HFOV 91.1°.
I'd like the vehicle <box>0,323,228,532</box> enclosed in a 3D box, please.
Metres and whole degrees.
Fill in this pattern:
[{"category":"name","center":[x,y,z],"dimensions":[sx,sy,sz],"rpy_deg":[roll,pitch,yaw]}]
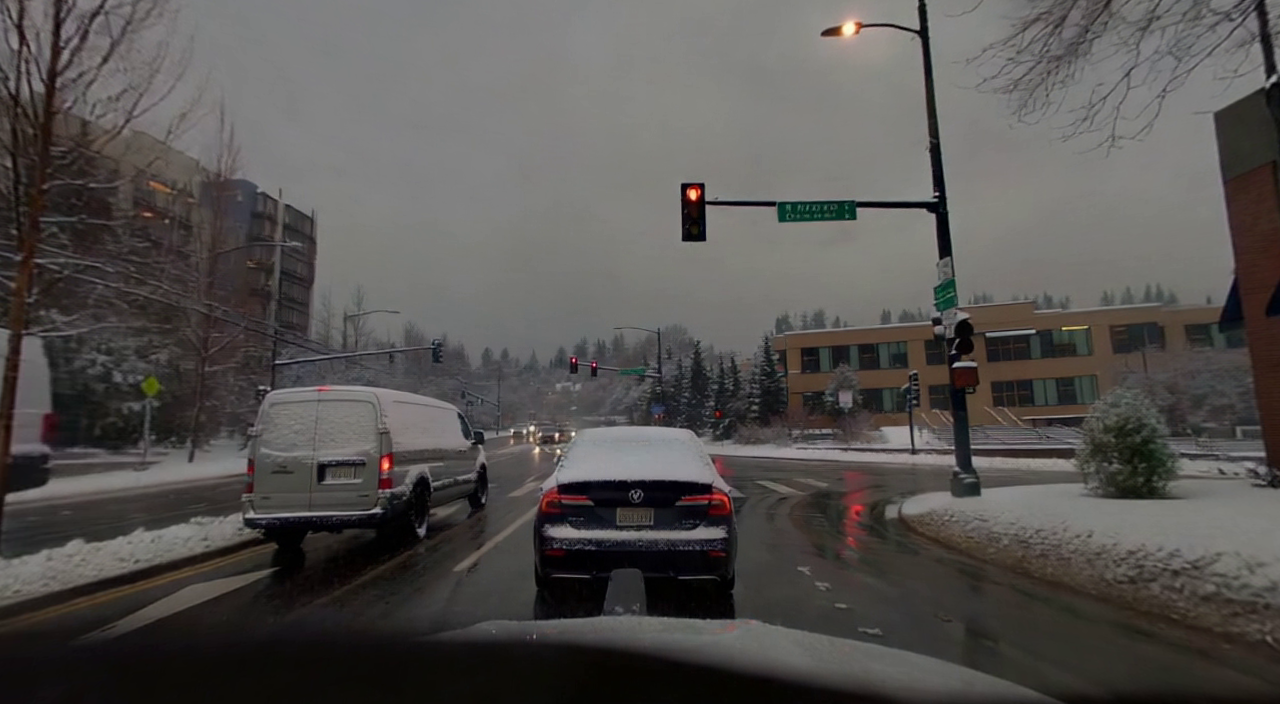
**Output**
[{"category":"vehicle","center":[-10.751,0.927,7.798],"dimensions":[2.973,3.009,12.605],"rpy_deg":[0,-8,-1]}]

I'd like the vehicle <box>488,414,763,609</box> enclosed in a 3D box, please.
[{"category":"vehicle","center":[-0.114,1.467,6.770],"dimensions":[2.064,1.452,3.942],"rpy_deg":[0,-8,0]}]

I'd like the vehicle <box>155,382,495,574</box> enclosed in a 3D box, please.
[{"category":"vehicle","center":[-3.582,1.532,8.586],"dimensions":[2.076,1.820,5.100],"rpy_deg":[0,-8,-1]}]
